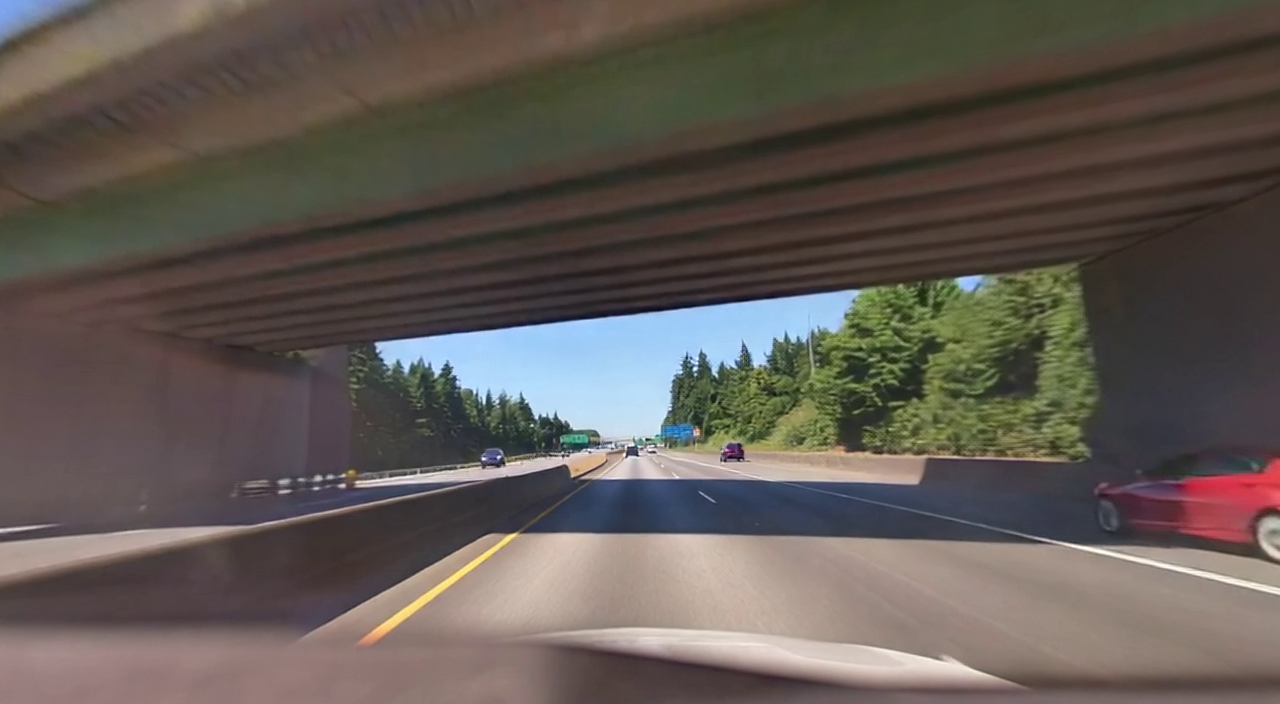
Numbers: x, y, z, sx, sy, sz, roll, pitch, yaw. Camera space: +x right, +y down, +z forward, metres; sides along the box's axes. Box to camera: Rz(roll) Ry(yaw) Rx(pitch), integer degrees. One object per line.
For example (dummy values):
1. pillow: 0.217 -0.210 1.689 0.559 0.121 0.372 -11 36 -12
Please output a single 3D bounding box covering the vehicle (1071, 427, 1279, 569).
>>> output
1. vehicle: 7.703 1.688 7.576 1.987 1.473 4.244 0 -9 0
